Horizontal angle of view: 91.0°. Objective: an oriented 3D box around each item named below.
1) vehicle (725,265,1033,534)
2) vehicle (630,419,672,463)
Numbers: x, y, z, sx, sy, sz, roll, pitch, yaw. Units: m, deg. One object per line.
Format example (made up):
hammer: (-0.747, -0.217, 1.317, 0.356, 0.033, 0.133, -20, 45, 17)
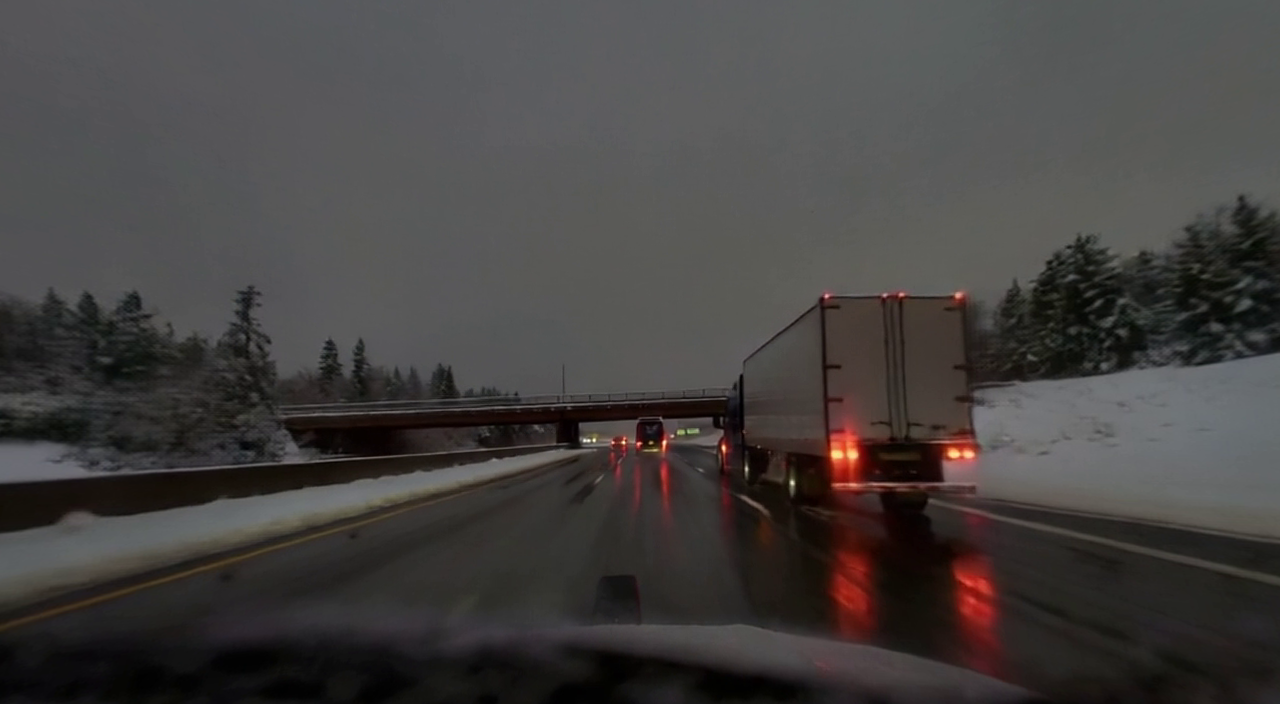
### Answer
vehicle: (4.226, 1.432, 14.789, 2.997, 3.983, 10.860, 1, -8, 0)
vehicle: (0.682, 5.779, 40.828, 2.481, 2.618, 6.314, -1, -8, 1)
